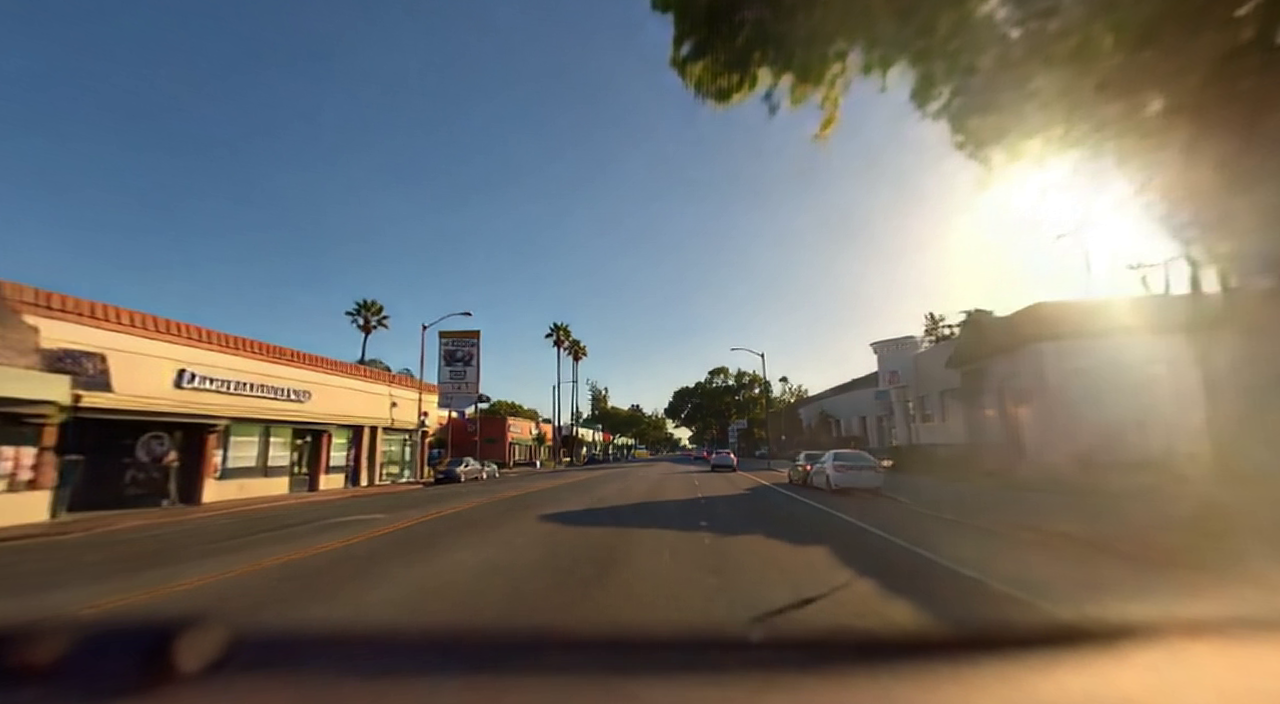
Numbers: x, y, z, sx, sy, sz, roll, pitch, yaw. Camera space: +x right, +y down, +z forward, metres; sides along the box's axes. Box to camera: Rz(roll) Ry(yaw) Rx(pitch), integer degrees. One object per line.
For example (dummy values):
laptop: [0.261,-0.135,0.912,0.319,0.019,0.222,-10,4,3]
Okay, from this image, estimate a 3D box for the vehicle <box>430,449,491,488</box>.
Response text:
vehicle: [-10.932,7.093,38.898,1.949,2.026,5.141,1,-8,2]

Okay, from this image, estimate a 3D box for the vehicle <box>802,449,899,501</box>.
vehicle: [6.845,4.002,21.024,1.834,1.504,4.331,0,-9,2]

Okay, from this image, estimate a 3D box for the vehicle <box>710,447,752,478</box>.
vehicle: [4.799,5.861,33.860,2.067,1.477,4.653,-1,-9,6]
